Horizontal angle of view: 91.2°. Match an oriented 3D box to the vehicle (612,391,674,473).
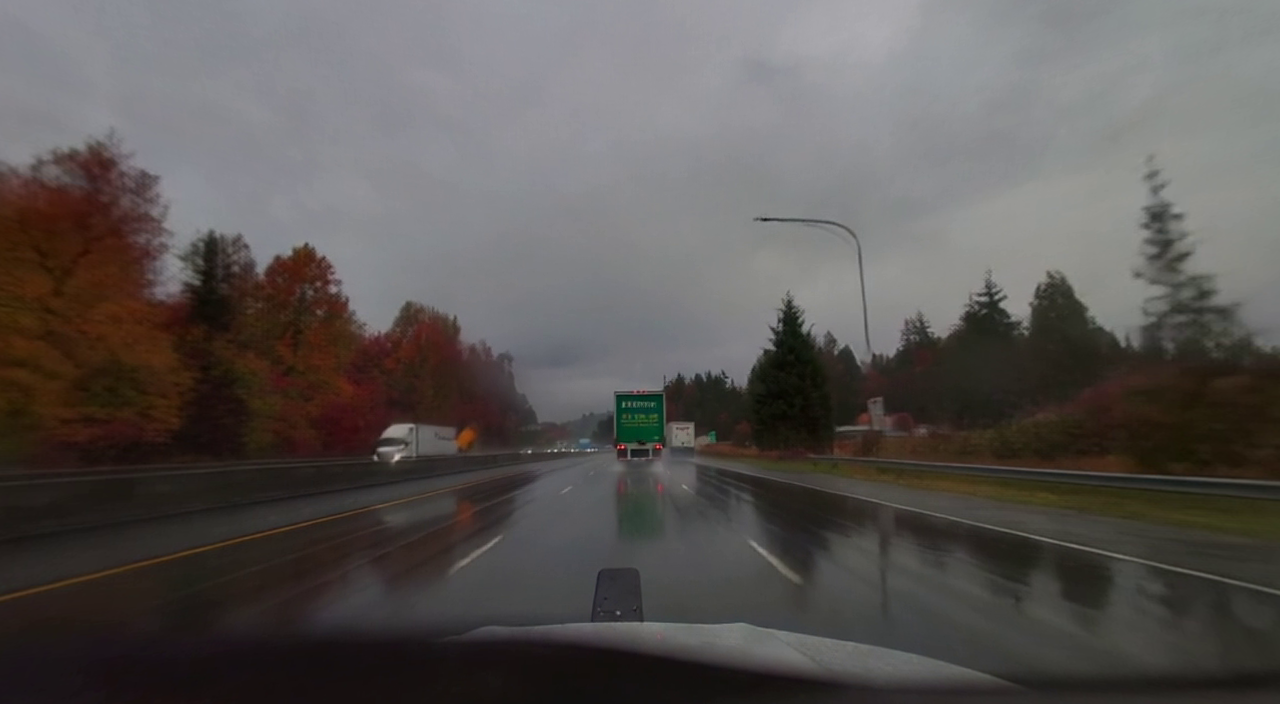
[{"bbox_3d":[0.109,4.786,36.750,3.057,4.073,10.792,0,-9,0],"label":"vehicle"}]
